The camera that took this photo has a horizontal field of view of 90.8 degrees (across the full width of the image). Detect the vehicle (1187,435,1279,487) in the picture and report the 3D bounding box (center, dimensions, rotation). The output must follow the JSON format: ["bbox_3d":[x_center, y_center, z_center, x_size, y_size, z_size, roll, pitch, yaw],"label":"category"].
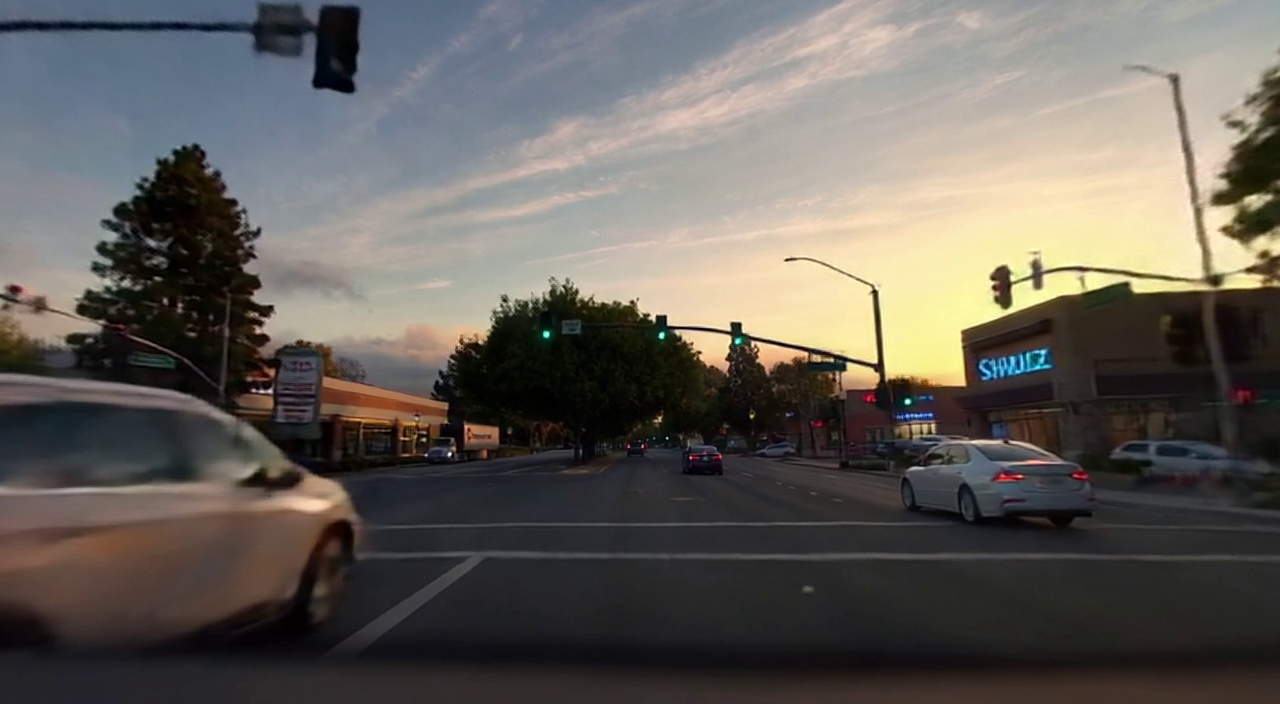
[{"bbox_3d":[19.388,3.345,19.657,4.235,1.465,2.109,4,-10,-28],"label":"vehicle"}]

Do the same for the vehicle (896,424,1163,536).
[{"bbox_3d":[6.815,2.272,11.879,2.002,1.651,4.647,0,-8,-1],"label":"vehicle"}]

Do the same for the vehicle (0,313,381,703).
[{"bbox_3d":[-3.416,0.887,2.986,2.304,1.794,5.004,0,-8,-1],"label":"vehicle"}]

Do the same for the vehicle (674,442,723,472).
[{"bbox_3d":[3.065,5.620,33.995,2.099,1.463,4.365,0,-8,-2],"label":"vehicle"}]
